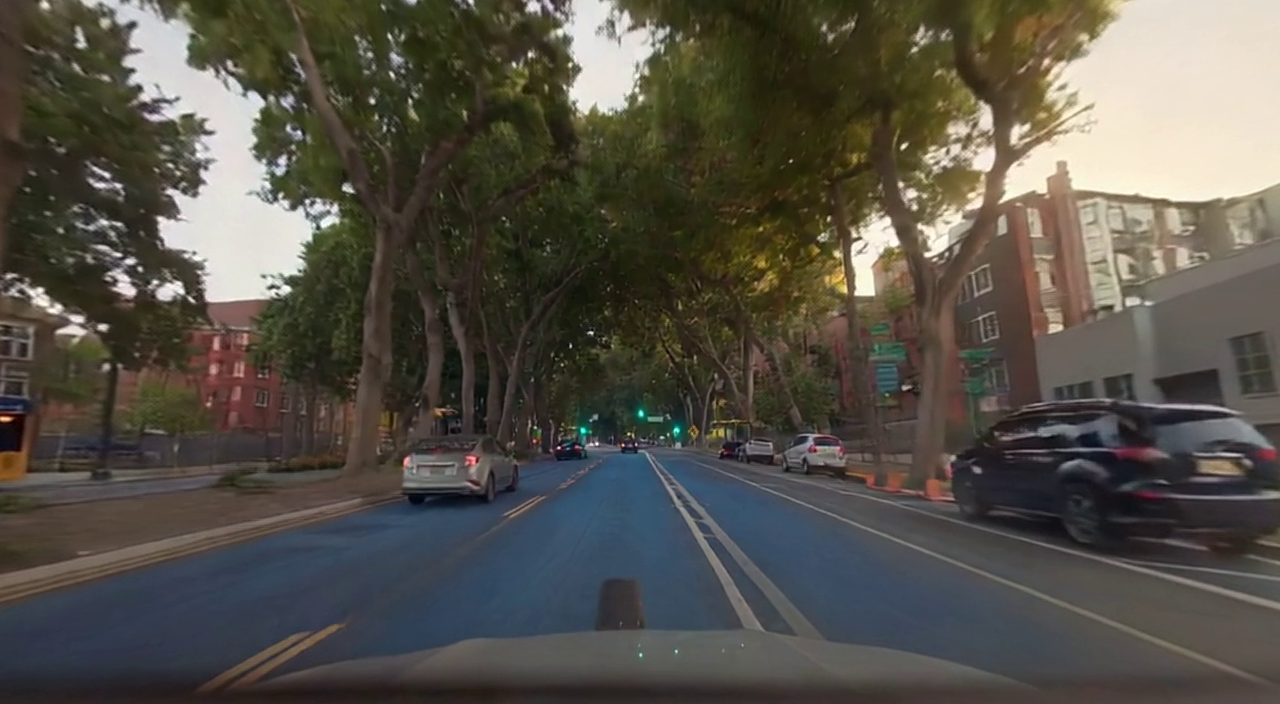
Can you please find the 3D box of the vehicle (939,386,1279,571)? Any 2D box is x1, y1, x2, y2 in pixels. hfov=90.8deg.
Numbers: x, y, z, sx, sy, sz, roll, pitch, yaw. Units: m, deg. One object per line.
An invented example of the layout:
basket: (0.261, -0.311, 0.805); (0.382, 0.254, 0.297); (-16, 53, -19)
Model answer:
vehicle: (6.116, 1.562, 8.507); (1.945, 1.829, 4.305); (0, -8, -1)

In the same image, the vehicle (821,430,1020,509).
vehicle: (5.980, 2.560, 14.369); (2.156, 1.454, 5.044); (0, -8, -1)

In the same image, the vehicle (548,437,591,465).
vehicle: (-3.968, 5.677, 36.439); (1.934, 1.522, 4.287); (0, -8, 1)

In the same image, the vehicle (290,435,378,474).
vehicle: (-15.481, 5.170, 32.266); (2.056, 1.817, 4.771); (0, -8, 1)

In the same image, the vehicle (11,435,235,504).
vehicle: (-12.638, 2.861, 15.945); (1.808, 1.479, 4.499); (0, -8, 0)

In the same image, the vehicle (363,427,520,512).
vehicle: (-4.032, 2.455, 13.753); (1.995, 1.524, 4.438); (0, -8, 0)

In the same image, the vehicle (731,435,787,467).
vehicle: (6.021, 5.077, 32.594); (1.886, 1.530, 4.636); (0, -8, -1)
